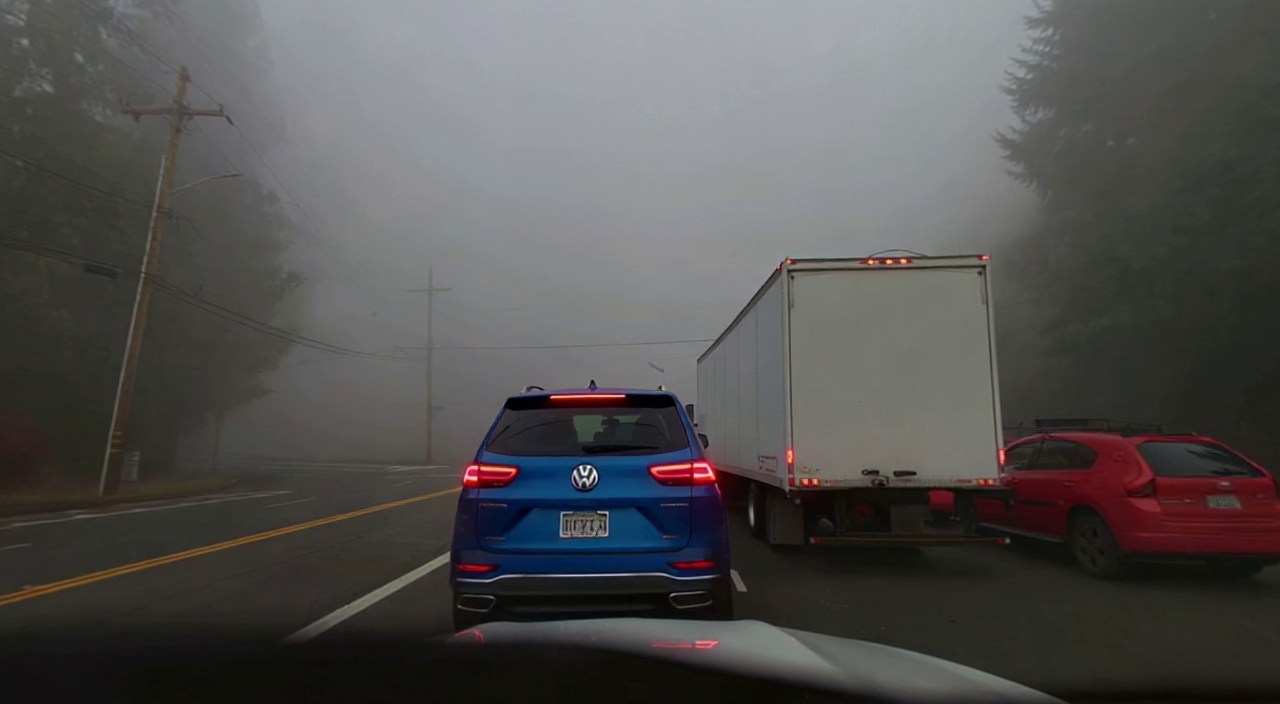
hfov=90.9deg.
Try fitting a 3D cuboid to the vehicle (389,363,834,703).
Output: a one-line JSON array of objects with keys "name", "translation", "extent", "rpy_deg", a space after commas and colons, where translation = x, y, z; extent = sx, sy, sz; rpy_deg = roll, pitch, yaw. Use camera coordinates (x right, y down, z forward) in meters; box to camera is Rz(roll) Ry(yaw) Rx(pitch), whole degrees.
[{"name": "vehicle", "translation": [-0.138, 1.225, 5.198], "extent": [2.114, 1.732, 4.230], "rpy_deg": [0, -8, 0]}]

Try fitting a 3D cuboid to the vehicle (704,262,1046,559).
[{"name": "vehicle", "translation": [3.215, 1.279, 11.967], "extent": [2.915, 3.559, 8.848], "rpy_deg": [0, -8, -1]}]

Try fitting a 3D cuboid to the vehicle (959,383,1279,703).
[{"name": "vehicle", "translation": [2.826, 0.745, 1.197], "extent": [1.971, 1.484, 4.728], "rpy_deg": [0, -8, 0]}]
